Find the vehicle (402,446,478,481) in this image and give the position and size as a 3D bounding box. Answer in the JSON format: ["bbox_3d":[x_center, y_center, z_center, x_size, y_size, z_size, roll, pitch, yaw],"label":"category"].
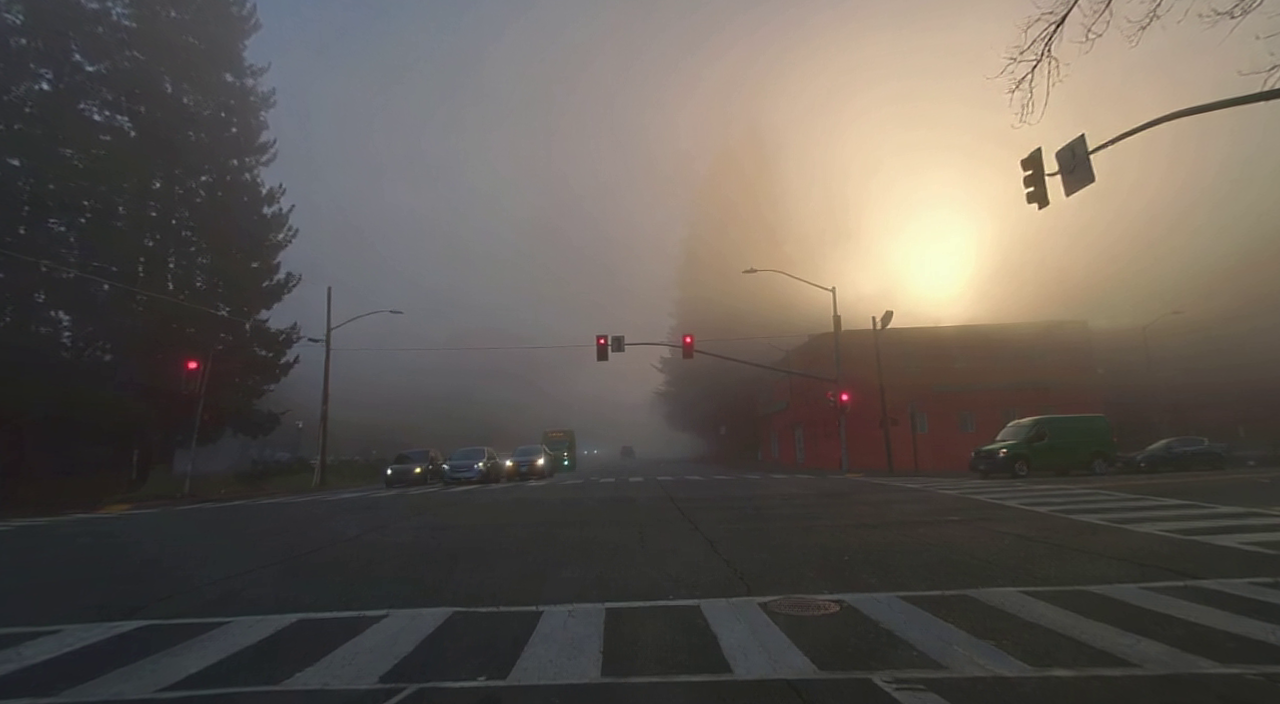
[{"bbox_3d":[-9.008,5.028,28.872,2.024,1.460,4.381,0,-9,0],"label":"vehicle"}]

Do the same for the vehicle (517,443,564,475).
[{"bbox_3d":[-4.788,5.191,30.921,1.846,1.416,4.228,0,-9,-3],"label":"vehicle"}]

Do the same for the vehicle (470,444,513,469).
[{"bbox_3d":[-9.019,6.371,38.758,1.779,1.460,4.463,0,-9,-3],"label":"vehicle"}]

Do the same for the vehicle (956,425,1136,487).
[{"bbox_3d":[14.846,3.757,23.127,5.910,2.046,2.228,3,-9,-19],"label":"vehicle"}]
